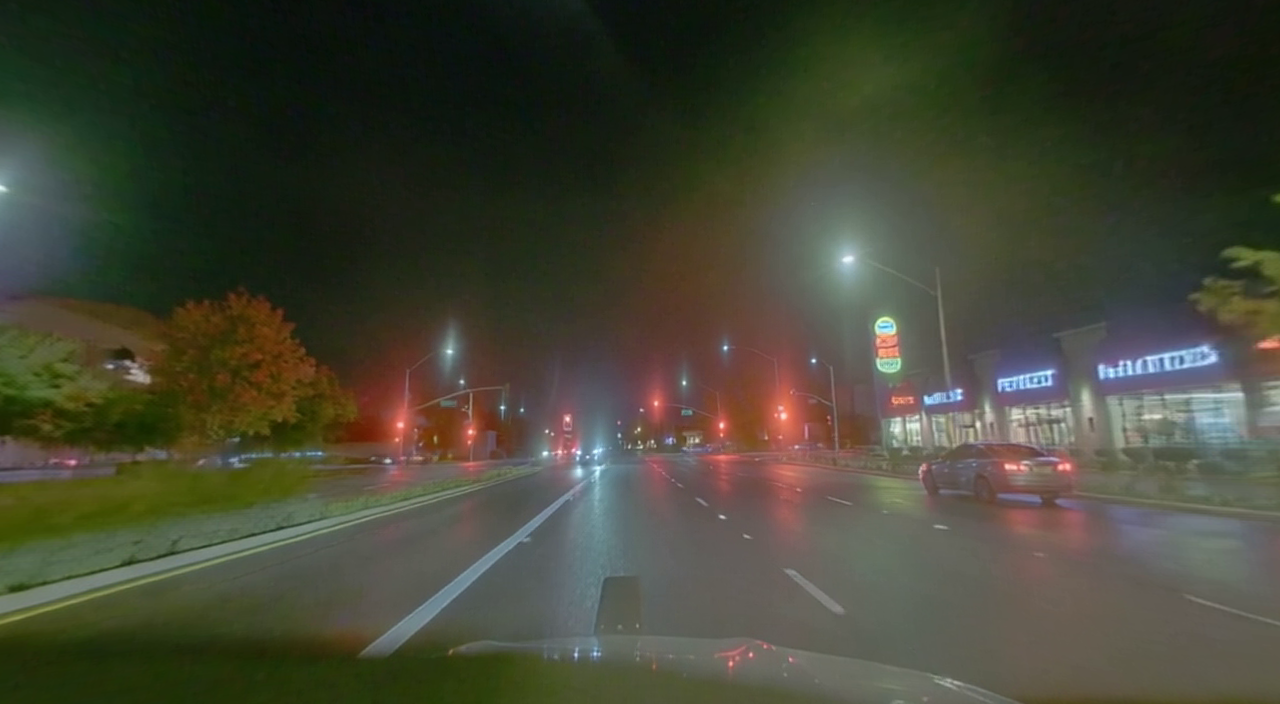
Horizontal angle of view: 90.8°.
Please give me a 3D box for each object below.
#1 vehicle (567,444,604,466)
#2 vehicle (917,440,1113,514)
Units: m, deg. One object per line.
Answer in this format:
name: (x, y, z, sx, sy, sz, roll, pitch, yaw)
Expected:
vehicle: (-3.805, 7.249, 44.711, 2.121, 1.481, 4.708, 0, -8, 1)
vehicle: (8.482, 2.819, 14.852, 1.936, 1.460, 4.258, 0, -8, -1)
